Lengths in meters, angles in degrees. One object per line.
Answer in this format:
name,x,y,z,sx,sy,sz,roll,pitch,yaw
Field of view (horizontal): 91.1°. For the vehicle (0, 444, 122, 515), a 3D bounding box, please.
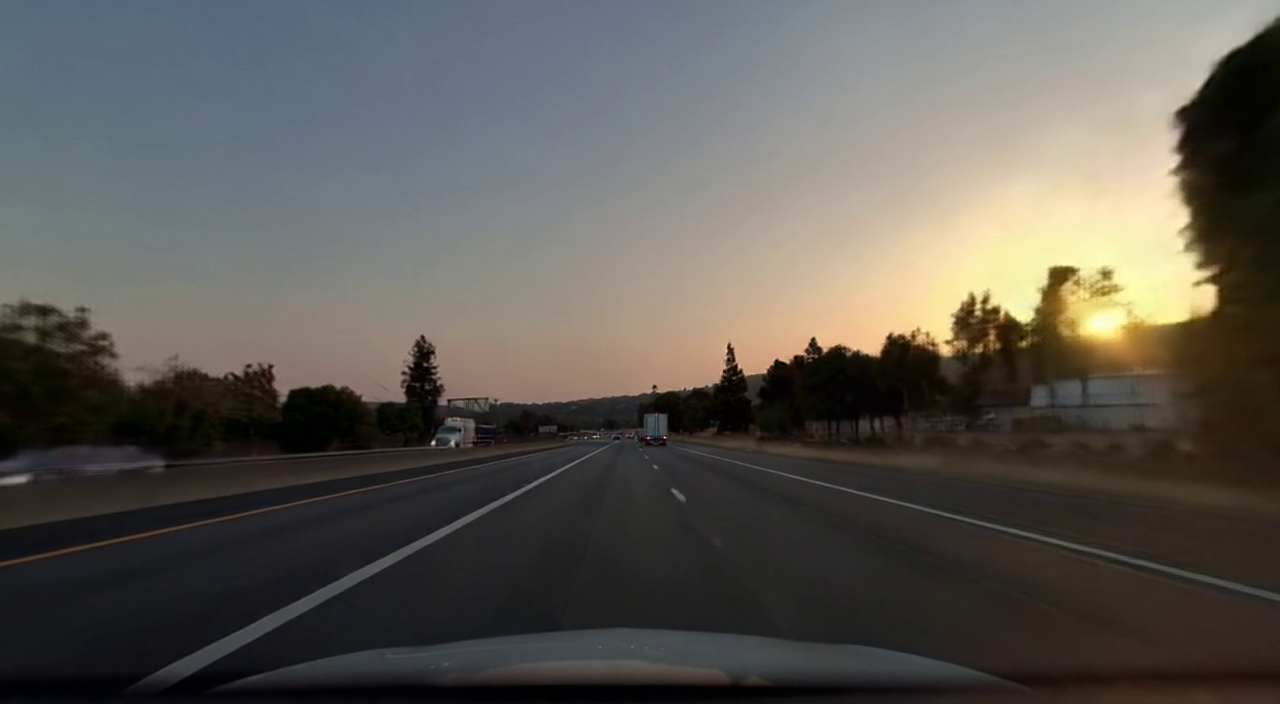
vehicle,-15.316,3.040,15.207,1.868,1.545,4.366,0,-8,-1
